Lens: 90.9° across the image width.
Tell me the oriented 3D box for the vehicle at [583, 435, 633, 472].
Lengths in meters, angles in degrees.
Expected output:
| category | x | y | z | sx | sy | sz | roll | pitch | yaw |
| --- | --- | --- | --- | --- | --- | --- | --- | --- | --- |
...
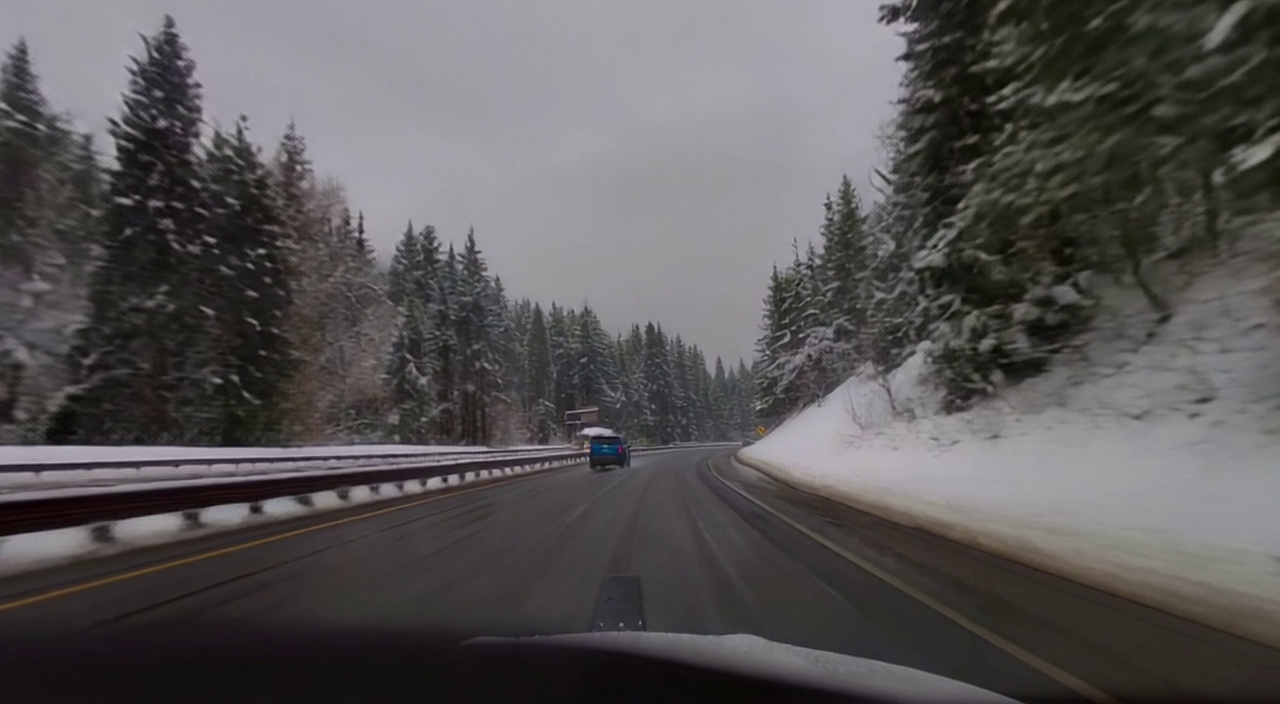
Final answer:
| category | x | y | z | sx | sy | sz | roll | pitch | yaw |
| --- | --- | --- | --- | --- | --- | --- | --- | --- | --- |
| vehicle | -1.575 | 5.279 | 33.040 | 2.005 | 1.752 | 4.479 | -1 | -8 | 5 |
